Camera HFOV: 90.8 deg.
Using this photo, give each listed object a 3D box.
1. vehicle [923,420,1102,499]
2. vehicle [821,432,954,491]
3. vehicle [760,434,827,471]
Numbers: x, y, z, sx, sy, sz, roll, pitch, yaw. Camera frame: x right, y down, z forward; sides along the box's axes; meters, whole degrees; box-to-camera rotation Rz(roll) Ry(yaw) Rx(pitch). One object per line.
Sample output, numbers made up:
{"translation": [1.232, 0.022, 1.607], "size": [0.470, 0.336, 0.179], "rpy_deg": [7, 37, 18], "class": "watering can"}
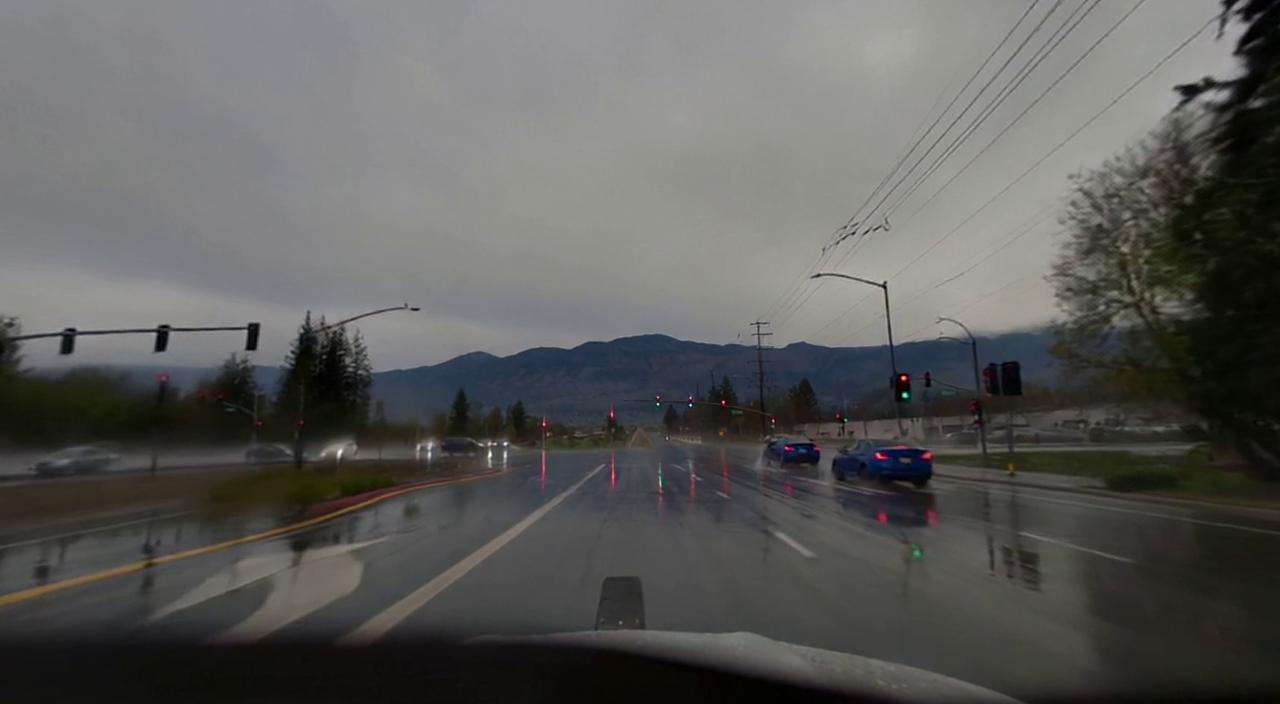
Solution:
{"translation": [9.582, 2.806, 16.824], "size": [1.977, 1.773, 4.646], "rpy_deg": [0, -8, 1], "class": "vehicle"}
{"translation": [6.963, 3.135, 18.407], "size": [1.990, 1.480, 4.624], "rpy_deg": [0, -8, 0], "class": "vehicle"}
{"translation": [6.944, 4.584, 29.030], "size": [1.899, 1.570, 4.666], "rpy_deg": [0, -8, 0], "class": "vehicle"}
